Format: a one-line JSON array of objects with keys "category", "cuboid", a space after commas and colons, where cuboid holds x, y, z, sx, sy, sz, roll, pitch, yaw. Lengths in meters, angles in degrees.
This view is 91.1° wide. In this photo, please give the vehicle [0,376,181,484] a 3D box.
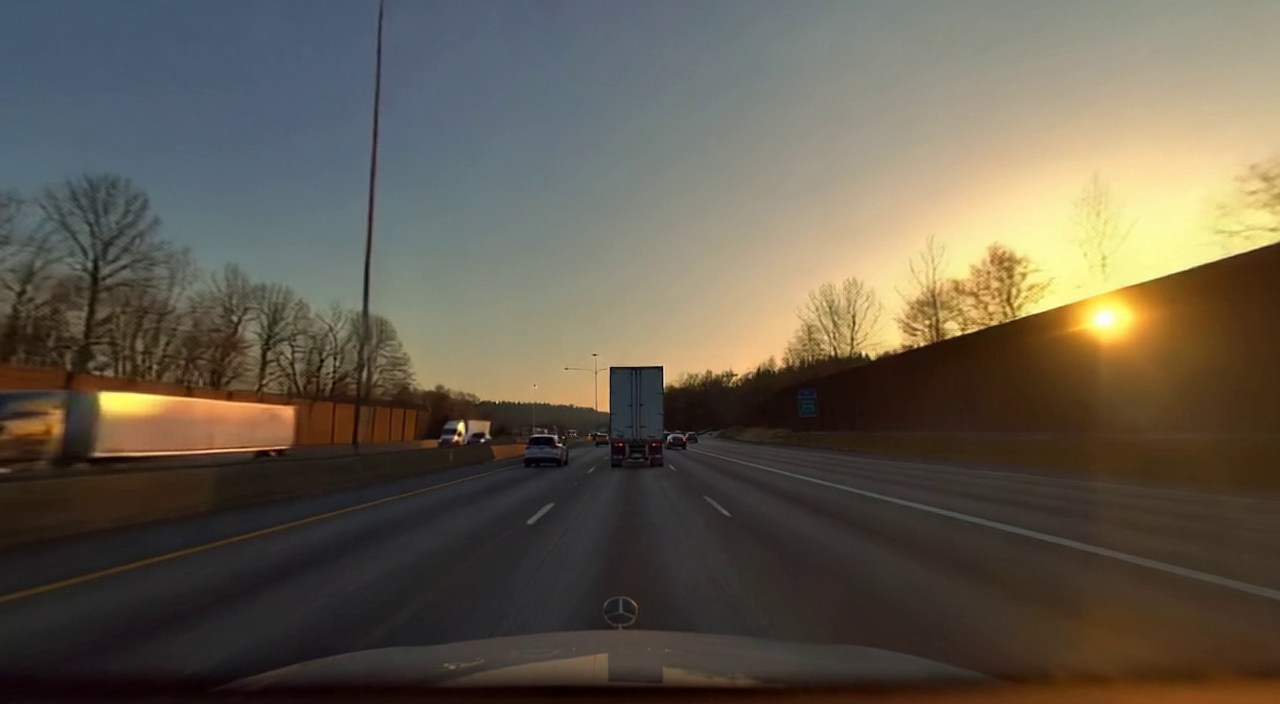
[{"category": "vehicle", "cuboid": [-25.305, 3.433, 27.116, 3.074, 3.969, 10.465, 0, -8, 0]}]

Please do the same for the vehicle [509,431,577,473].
[{"category": "vehicle", "cuboid": [-3.785, 3.992, 25.361, 2.005, 1.521, 4.454, 0, -8, 0]}]

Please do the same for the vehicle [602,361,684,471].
[{"category": "vehicle", "cuboid": [0.076, 3.429, 31.172, 2.965, 3.972, 16.689, 0, -8, 0]}]

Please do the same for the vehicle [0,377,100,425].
[{"category": "vehicle", "cuboid": [-25.288, 2.067, 25.677, 2.062, 1.683, 4.981, 0, -8, 0]}]

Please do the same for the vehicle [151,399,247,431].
[{"category": "vehicle", "cuboid": [-25.345, 3.708, 36.416, 1.830, 1.638, 5.285, 0, -8, -1]}]
